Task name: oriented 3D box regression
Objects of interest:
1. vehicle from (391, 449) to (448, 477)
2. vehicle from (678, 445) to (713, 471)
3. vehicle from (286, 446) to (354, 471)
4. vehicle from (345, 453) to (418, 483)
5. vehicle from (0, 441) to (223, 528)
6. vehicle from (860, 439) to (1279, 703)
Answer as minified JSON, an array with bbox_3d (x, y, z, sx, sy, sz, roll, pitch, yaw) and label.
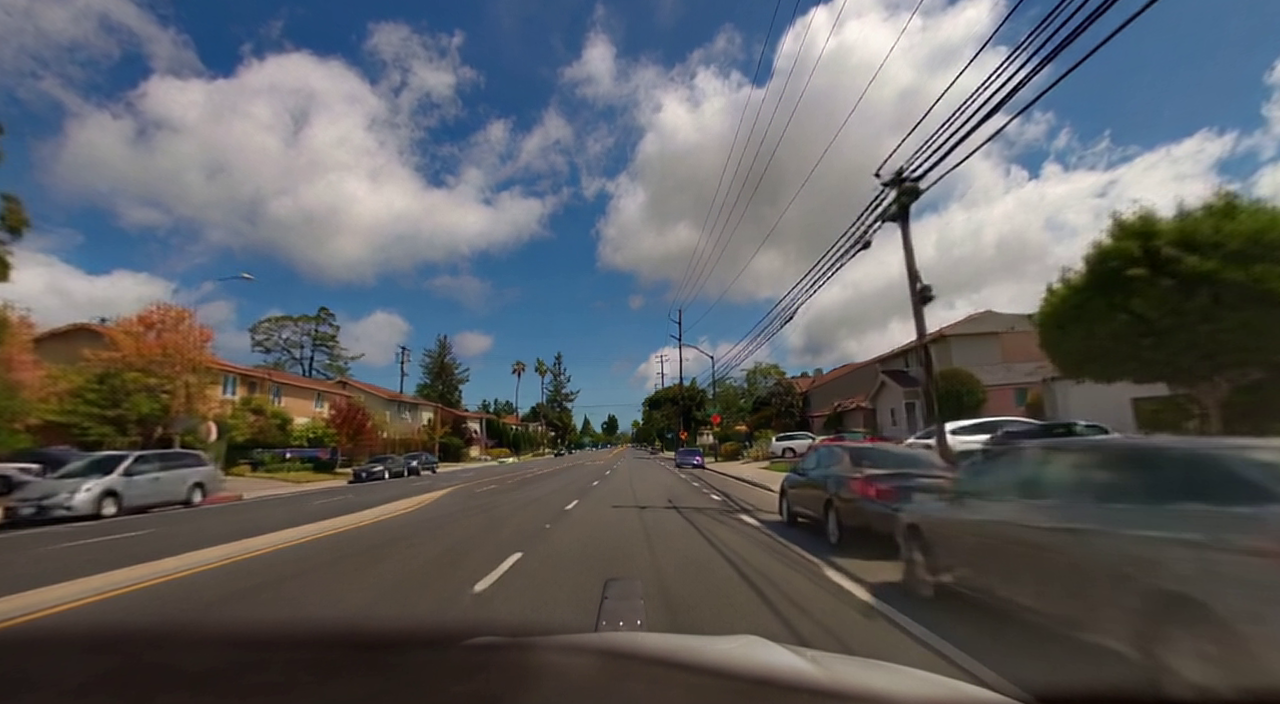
[{"bbox_3d":[-13.882,6.999,40.040,1.916,1.632,4.440,0,-9,1],"label":"vehicle"},{"bbox_3d":[3.550,6.871,41.165,1.855,1.518,4.707,0,-9,0],"label":"vehicle"},{"bbox_3d":[-22.526,7.533,44.513,3.803,1.528,1.812,-3,-10,-2],"label":"vehicle"},{"bbox_3d":[-14.060,6.324,34.656,2.011,1.480,4.644,0,-9,0],"label":"vehicle"},{"bbox_3d":[-13.625,3.347,16.706,2.137,1.852,4.541,-2,-8,-1],"label":"vehicle"},{"bbox_3d":[3.083,1.232,3.582,1.866,1.414,4.604,0,-9,-2],"label":"vehicle"}]
